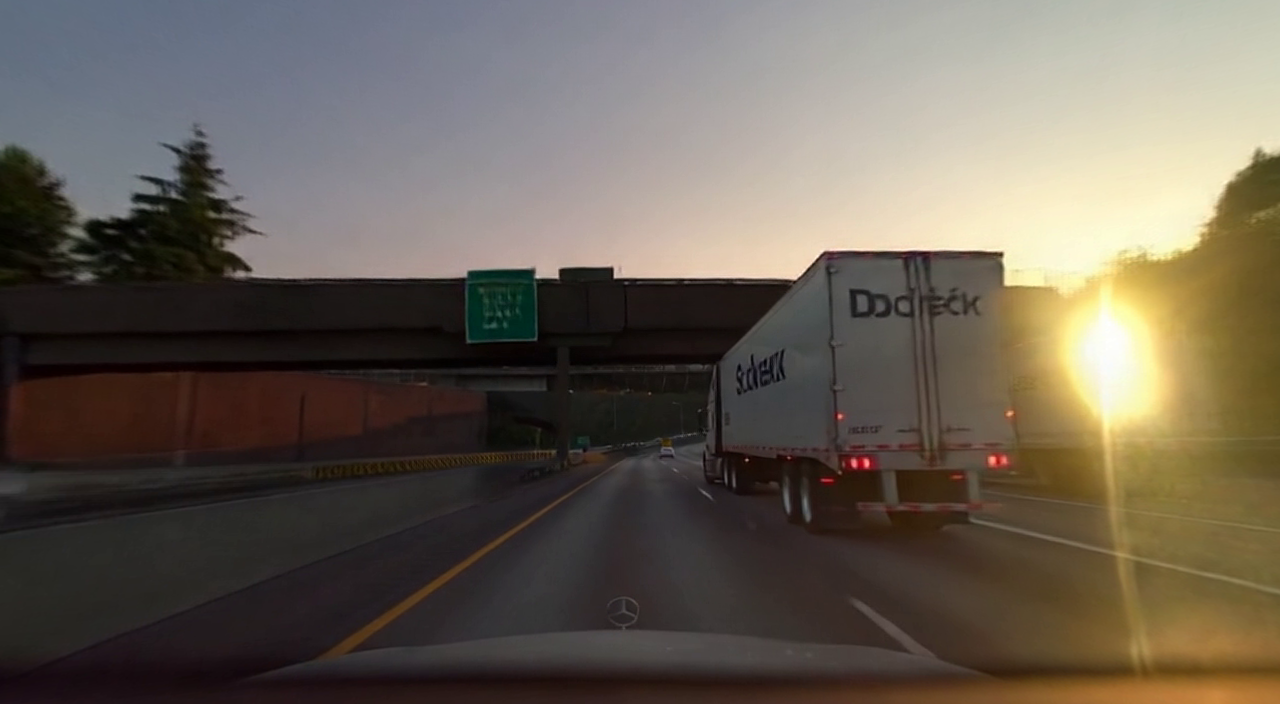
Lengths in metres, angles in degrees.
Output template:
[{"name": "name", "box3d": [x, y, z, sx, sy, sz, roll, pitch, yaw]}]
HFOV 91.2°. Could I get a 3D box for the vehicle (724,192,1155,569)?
[{"name": "vehicle", "box3d": [3.715, 0.941, 11.387, 3.025, 4.010, 9.542, 0, -9, 0]}]
